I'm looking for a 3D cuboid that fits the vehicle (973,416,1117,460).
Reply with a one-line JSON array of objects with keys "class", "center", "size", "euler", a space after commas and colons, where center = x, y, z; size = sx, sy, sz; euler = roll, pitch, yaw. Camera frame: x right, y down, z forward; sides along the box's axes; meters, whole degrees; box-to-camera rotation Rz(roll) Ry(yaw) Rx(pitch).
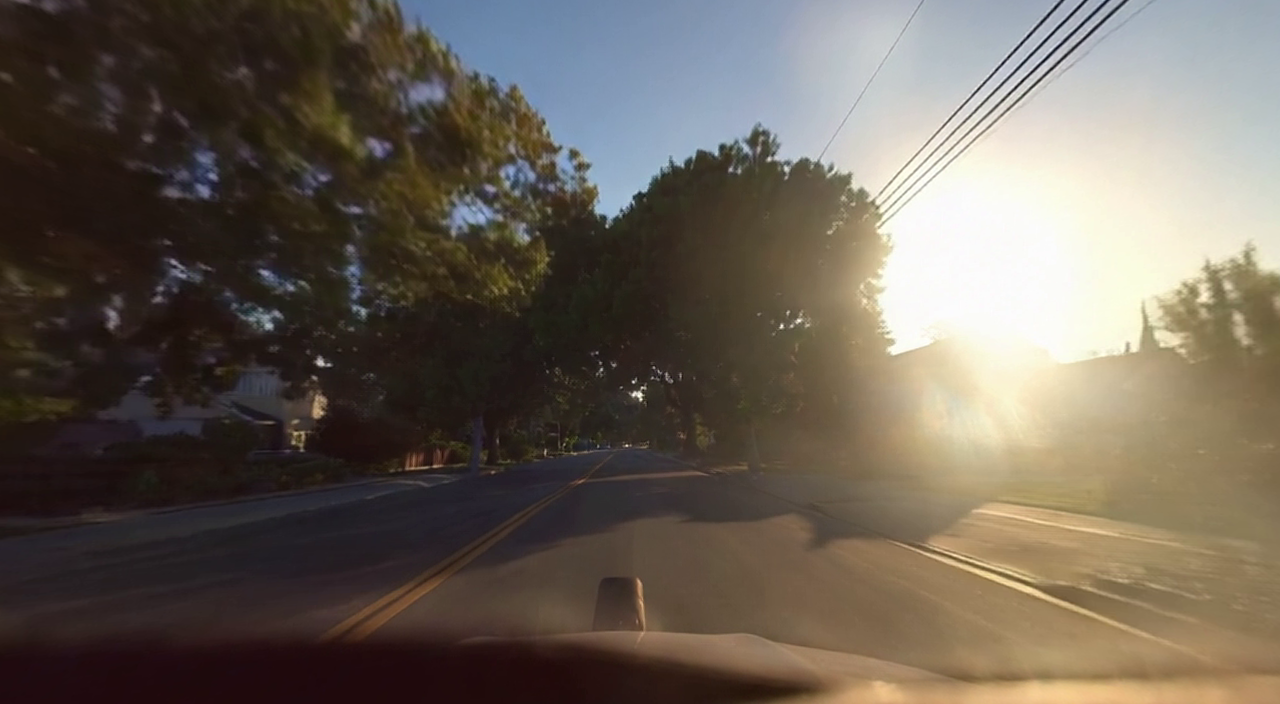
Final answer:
[{"class": "vehicle", "center": [16.955, 3.629, 26.522], "size": [4.562, 1.736, 2.092], "euler": [0, -8, -2]}]
